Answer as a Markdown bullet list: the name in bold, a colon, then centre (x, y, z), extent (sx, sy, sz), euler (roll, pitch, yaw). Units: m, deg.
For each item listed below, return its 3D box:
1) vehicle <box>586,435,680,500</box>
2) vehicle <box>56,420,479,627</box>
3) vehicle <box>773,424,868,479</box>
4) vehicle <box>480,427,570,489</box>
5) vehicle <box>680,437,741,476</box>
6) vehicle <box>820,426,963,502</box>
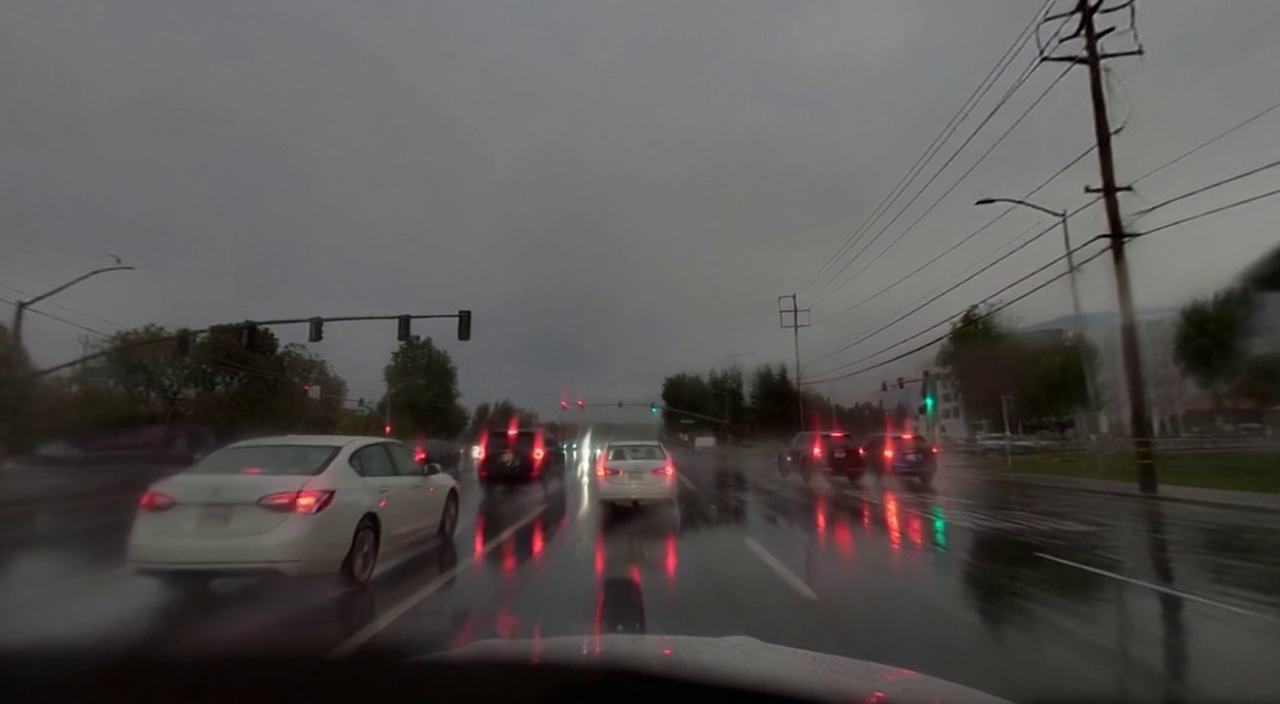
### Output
- **vehicle**: centre (-0.180, 2.892, 16.171), extent (2.098, 1.431, 3.958), euler (0, -8, 0)
- **vehicle**: centre (-3.218, 1.546, 6.723), extent (1.837, 1.463, 4.311), euler (0, -8, 0)
- **vehicle**: centre (7.123, 4.005, 25.605), extent (2.156, 1.982, 5.358), euler (0, -8, -1)
- **vehicle**: centre (-3.443, 3.291, 19.832), extent (2.033, 1.714, 4.278), euler (0, -8, 0)
- **vehicle**: centre (2.939, 4.471, 27.351), extent (1.987, 1.515, 4.521), euler (0, -8, -2)
- **vehicle**: centre (6.379, 2.883, 16.640), extent (1.945, 1.706, 4.190), euler (0, -8, -2)
